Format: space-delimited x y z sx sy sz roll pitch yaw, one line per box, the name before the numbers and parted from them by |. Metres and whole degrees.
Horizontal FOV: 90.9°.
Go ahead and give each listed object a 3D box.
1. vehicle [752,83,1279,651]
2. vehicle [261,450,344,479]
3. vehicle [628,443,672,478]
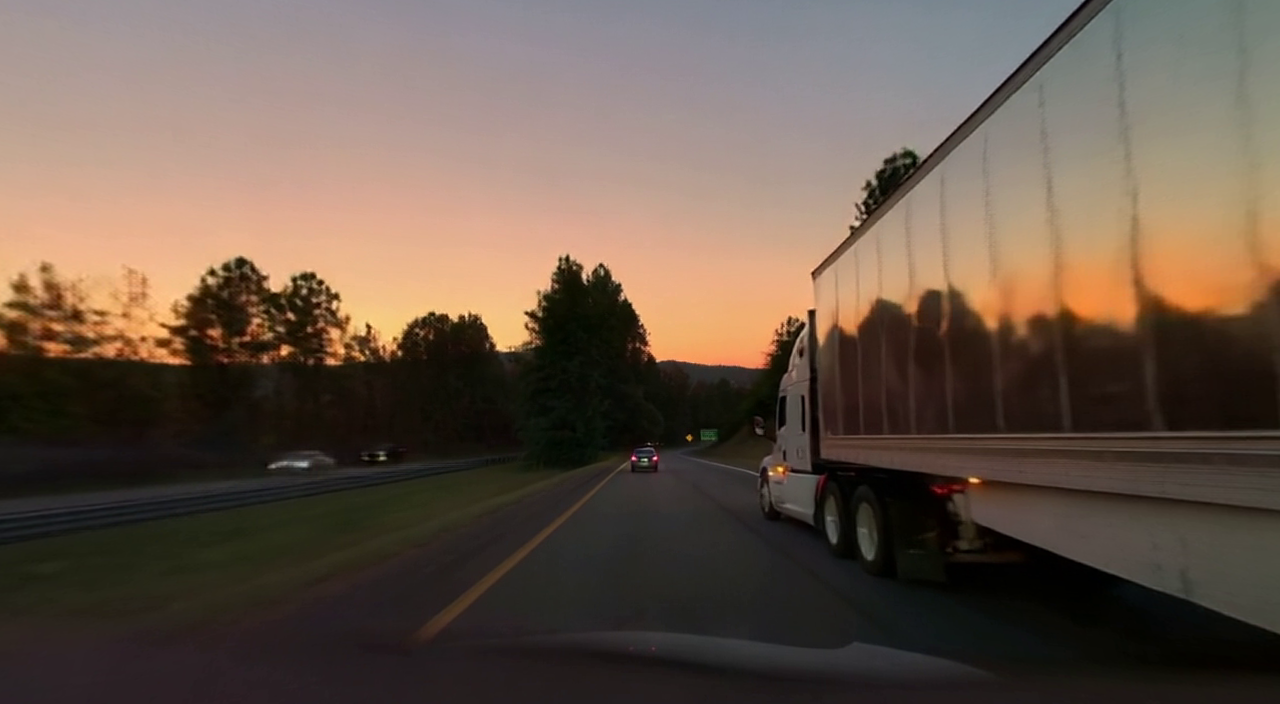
vehicle | 3.809 0.604 8.454 3.032 3.821 8.547 0 -8 0
vehicle | -18.916 6.280 35.630 1.968 1.464 4.756 -1 -8 1
vehicle | 0.440 5.174 30.390 1.968 1.515 4.025 0 -8 0
